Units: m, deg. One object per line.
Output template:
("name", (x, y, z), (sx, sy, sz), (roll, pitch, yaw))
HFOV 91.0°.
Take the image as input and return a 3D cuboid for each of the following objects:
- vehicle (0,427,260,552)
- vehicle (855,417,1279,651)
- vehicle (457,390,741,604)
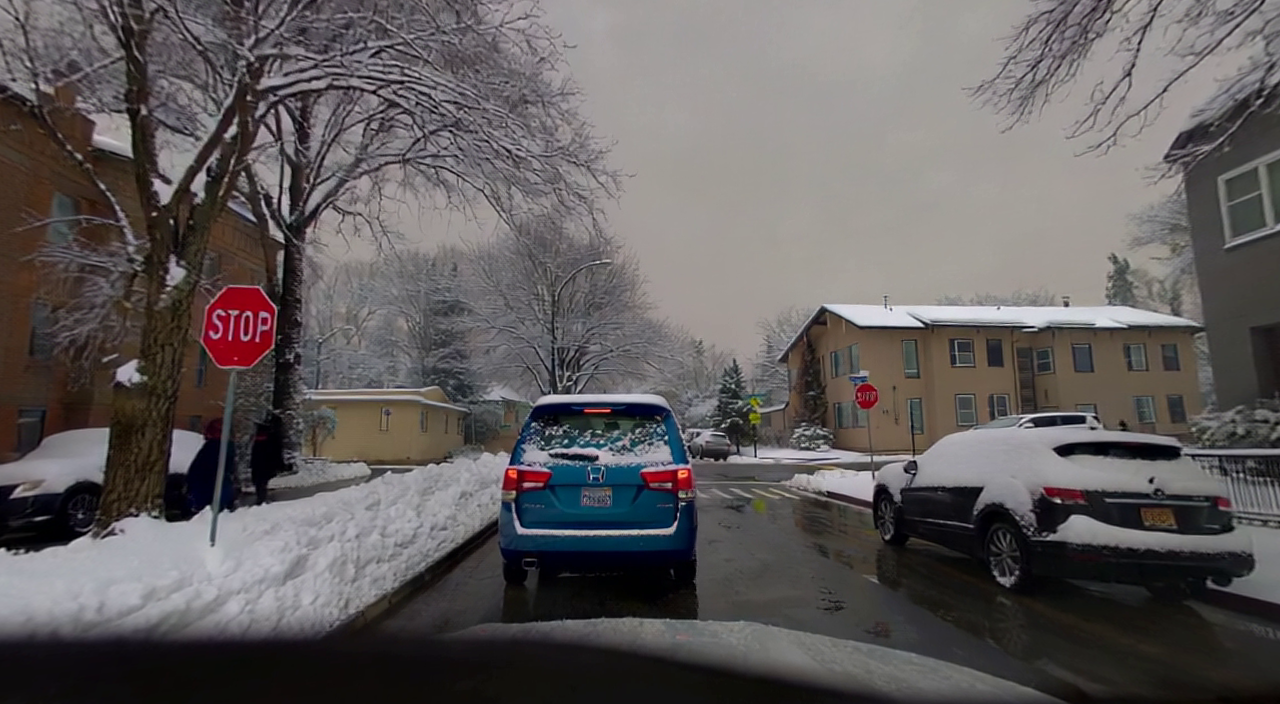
("vehicle", (-8.291, 2.019, 10.054), (1.825, 1.532, 4.083), (-3, -7, 2))
("vehicle", (4.219, 1.679, 6.906), (1.959, 1.581, 4.731), (4, -9, -2))
("vehicle", (-0.371, 1.569, 7.704), (2.377, 1.787, 4.652), (0, -8, -1))
